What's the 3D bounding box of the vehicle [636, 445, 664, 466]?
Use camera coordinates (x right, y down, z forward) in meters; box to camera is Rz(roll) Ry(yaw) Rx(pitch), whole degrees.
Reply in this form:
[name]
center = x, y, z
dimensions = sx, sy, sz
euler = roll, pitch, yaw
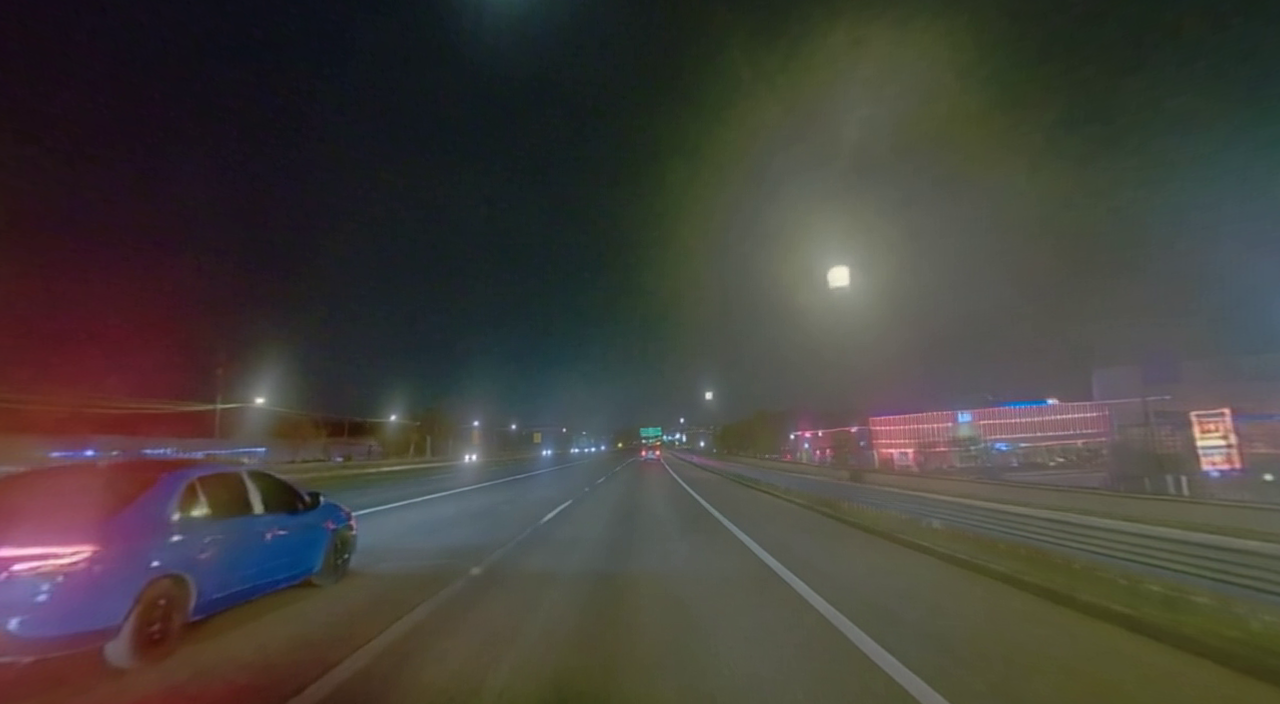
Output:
[vehicle]
center = 0.739, 7.874, 47.981
dimensions = 2.014, 1.507, 3.960
euler = 0, -9, 1
